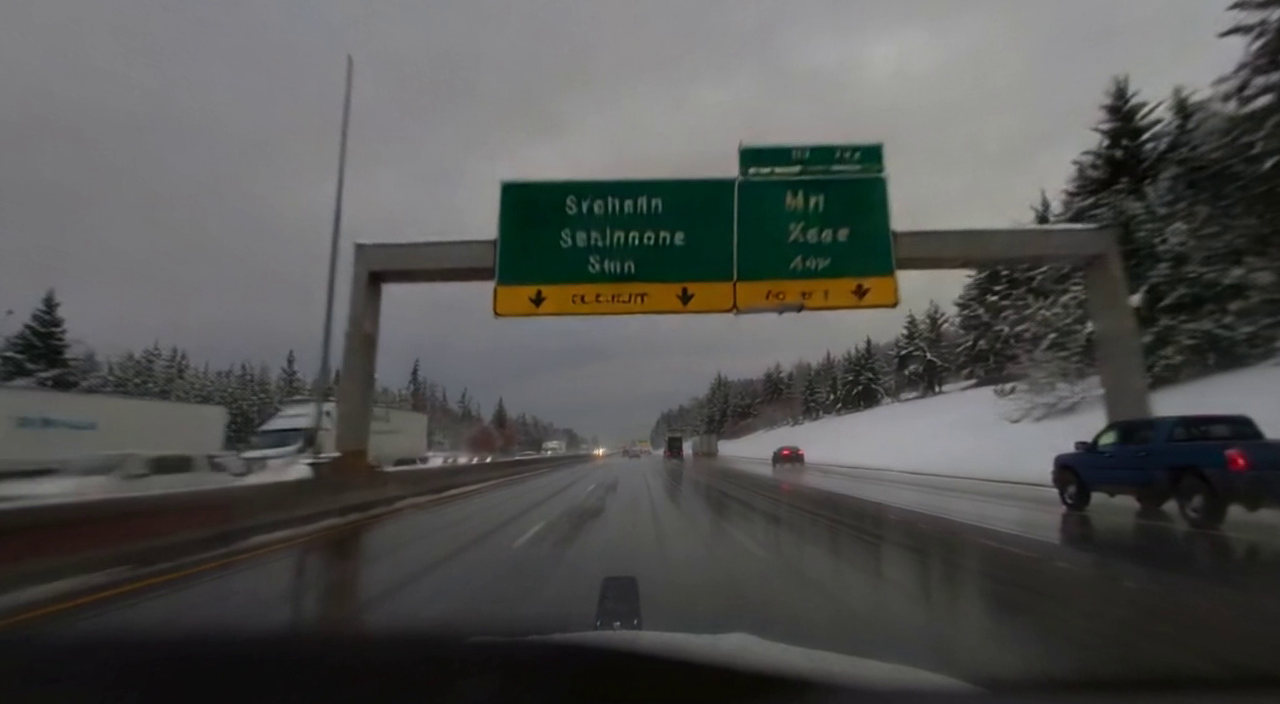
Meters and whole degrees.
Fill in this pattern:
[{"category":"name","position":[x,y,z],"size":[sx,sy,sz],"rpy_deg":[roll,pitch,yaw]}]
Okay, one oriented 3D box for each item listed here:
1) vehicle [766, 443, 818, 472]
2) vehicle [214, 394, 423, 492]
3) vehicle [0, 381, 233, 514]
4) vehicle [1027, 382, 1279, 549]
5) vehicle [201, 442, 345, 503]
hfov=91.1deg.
[{"category":"vehicle","position":[9.295,6.484,38.894],"size":[1.950,1.632,4.845],"rpy_deg":[0,-9,-1]},{"category":"vehicle","position":[-16.282,5.036,34.384],"size":[3.520,4.128,15.275],"rpy_deg":[0,-9,-1]},{"category":"vehicle","position":[-23.048,3.900,25.459],"size":[3.273,4.347,15.906],"rpy_deg":[0,-9,-3]},{"category":"vehicle","position":[9.060,1.741,10.003],"size":[2.184,2.052,5.650],"rpy_deg":[0,-9,0]},{"category":"vehicle","position":[-12.489,4.106,21.906],"size":[2.018,1.849,4.922],"rpy_deg":[0,-9,0]}]
